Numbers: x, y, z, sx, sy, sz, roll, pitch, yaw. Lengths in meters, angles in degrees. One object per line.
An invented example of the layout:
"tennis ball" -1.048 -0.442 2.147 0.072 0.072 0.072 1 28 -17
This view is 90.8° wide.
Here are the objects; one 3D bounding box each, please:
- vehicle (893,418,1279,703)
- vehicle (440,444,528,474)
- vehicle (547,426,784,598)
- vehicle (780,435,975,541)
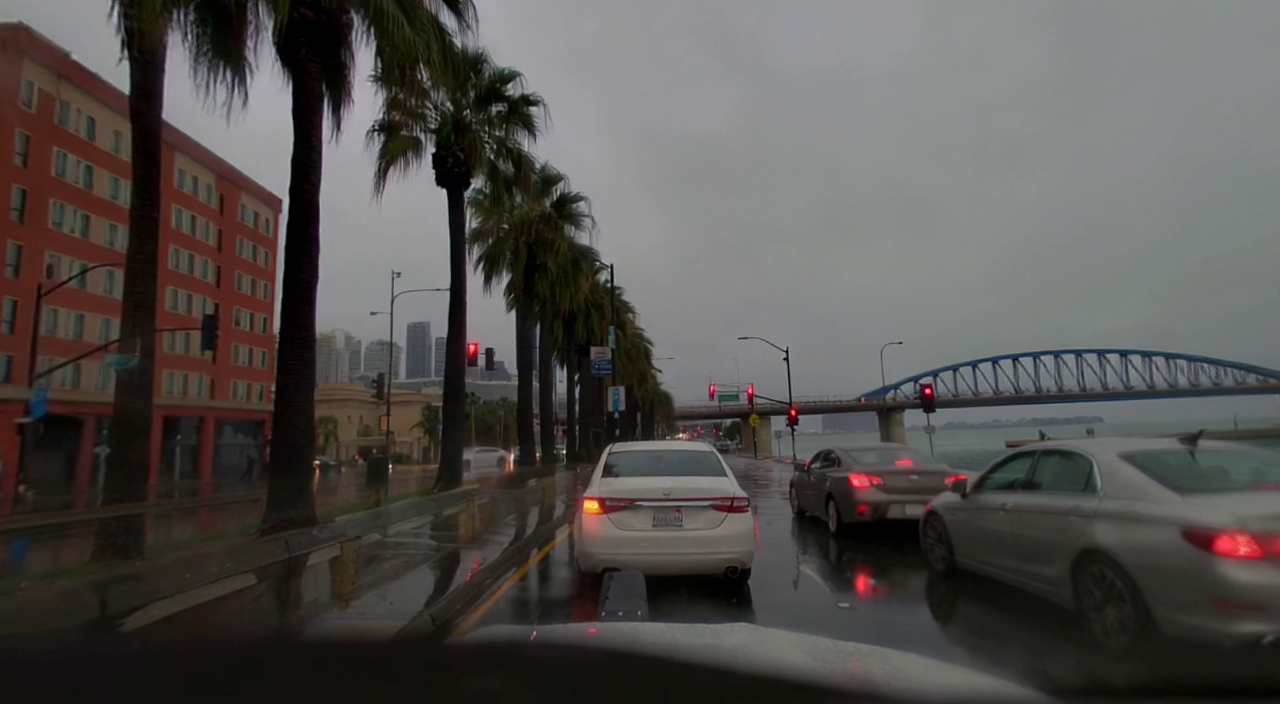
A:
"vehicle" 3.911 1.366 5.091 1.913 1.469 4.425 0 -9 0
"vehicle" -8.908 6.119 36.280 2.022 1.604 4.495 -9 -12 43
"vehicle" 0.259 1.703 7.505 2.093 1.503 3.681 0 -9 1
"vehicle" 3.889 2.287 11.308 1.920 1.490 4.417 -1 -9 2
